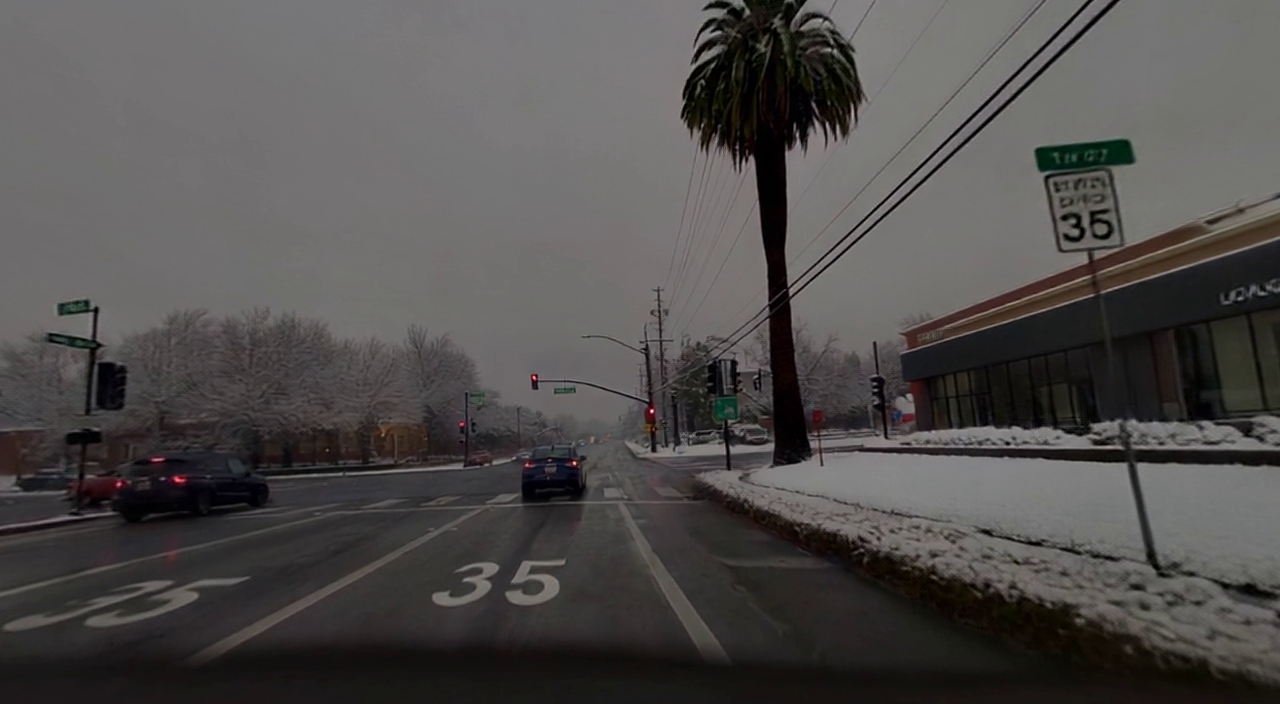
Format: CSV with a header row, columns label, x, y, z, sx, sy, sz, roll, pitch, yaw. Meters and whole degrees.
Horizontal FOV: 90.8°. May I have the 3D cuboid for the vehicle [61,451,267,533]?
label,x,y,z,sx,sy,sz,roll,pitch,yaw
vehicle,-12.307,3.585,16.875,2.050,1.811,4.752,0,-9,-5

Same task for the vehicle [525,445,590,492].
label,x,y,z,sx,sy,sz,roll,pitch,yaw
vehicle,-2.851,4.105,22.618,2.063,1.474,4.334,0,-9,-5
